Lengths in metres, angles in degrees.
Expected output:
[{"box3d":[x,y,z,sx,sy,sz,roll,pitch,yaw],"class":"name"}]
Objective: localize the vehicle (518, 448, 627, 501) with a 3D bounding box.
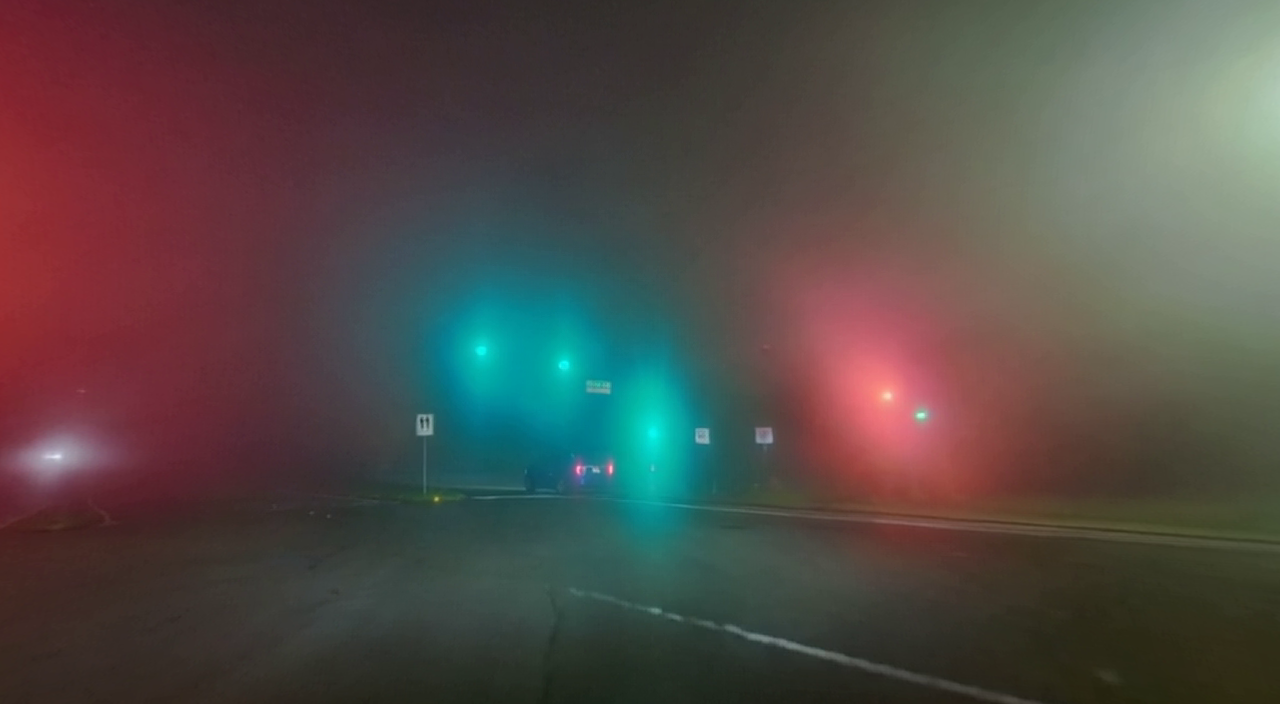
[{"box3d":[-2.747,4.685,24.659,2.284,1.788,4.871,5,-10,-32],"class":"vehicle"}]
